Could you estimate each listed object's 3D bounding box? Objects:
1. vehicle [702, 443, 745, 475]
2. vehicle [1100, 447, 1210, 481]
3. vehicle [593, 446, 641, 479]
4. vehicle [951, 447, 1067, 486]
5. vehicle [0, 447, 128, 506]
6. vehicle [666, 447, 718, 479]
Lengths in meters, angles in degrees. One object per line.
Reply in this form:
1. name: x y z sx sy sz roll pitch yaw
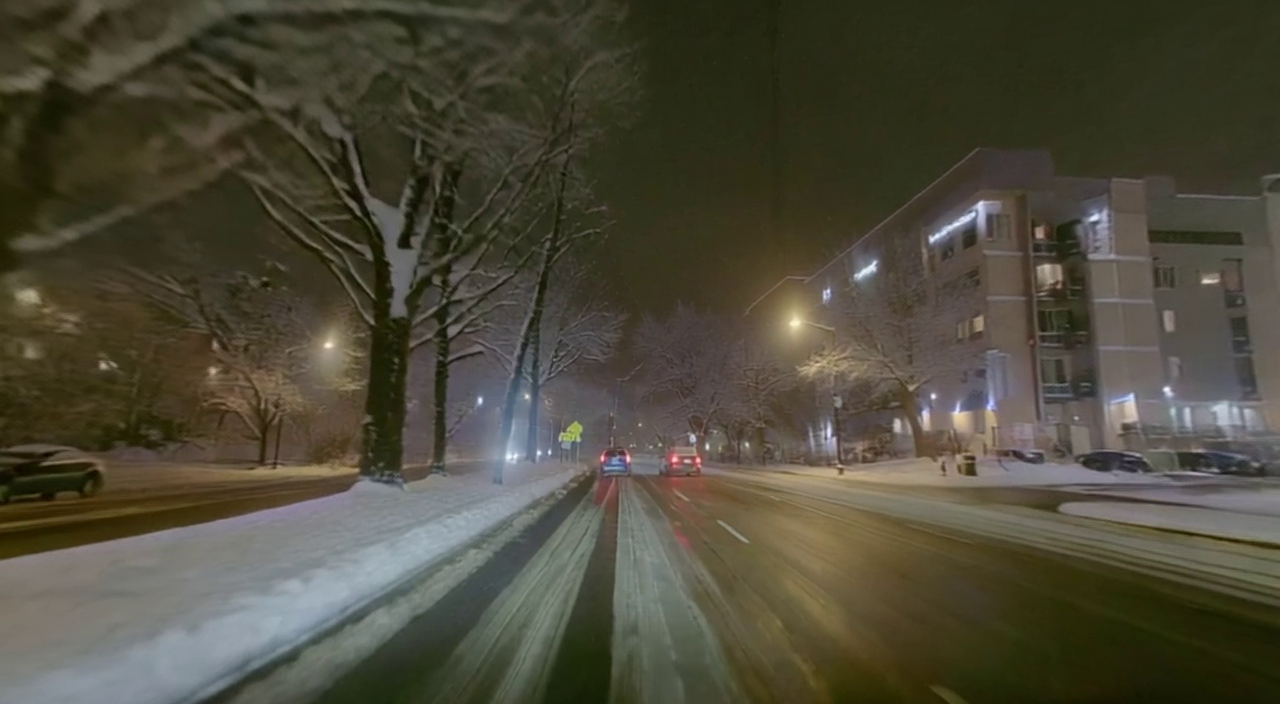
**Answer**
1. vehicle: 5.549 7.169 42.627 2.052 1.990 4.736 0 -9 -3
2. vehicle: 31.981 6.899 39.404 1.956 1.955 4.773 4 -10 -28
3. vehicle: -1.126 5.153 29.759 2.101 1.444 4.248 0 -9 -3
4. vehicle: 20.022 6.177 34.558 2.150 1.966 5.027 4 -9 -23
5. vehicle: -19.644 3.989 20.714 2.019 1.687 4.484 0 -9 -2
6. vehicle: 2.562 5.638 32.397 1.993 1.477 4.240 0 -9 -4
